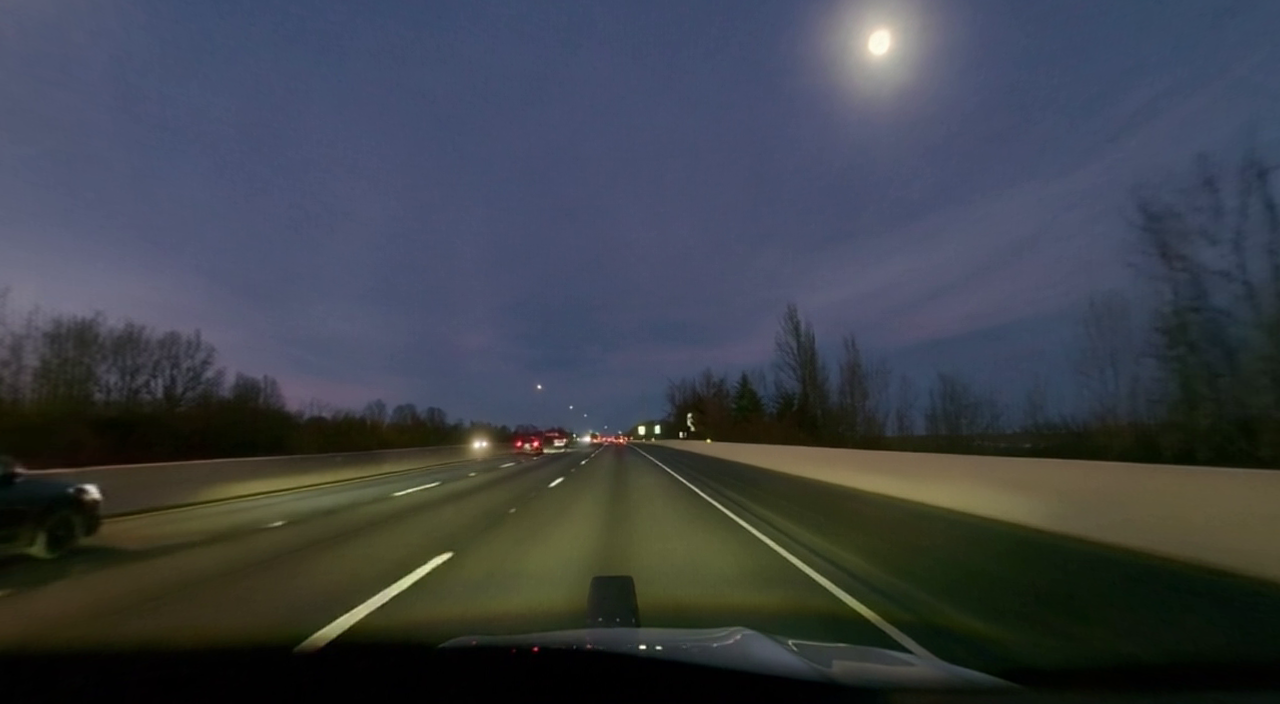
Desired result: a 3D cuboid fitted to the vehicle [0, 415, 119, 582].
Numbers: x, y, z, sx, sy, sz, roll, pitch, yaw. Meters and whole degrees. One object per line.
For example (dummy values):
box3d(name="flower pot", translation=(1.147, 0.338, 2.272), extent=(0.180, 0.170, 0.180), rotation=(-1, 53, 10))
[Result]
box3d(name="vehicle", translation=(-6.874, 1.240, 4.948), extent=(1.972, 1.532, 4.222), rotation=(0, -8, -1))

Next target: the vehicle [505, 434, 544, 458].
box3d(name="vehicle", translation=(-7.787, 6.337, 42.691), extent=(1.988, 1.505, 4.044), rotation=(0, -8, -2))
